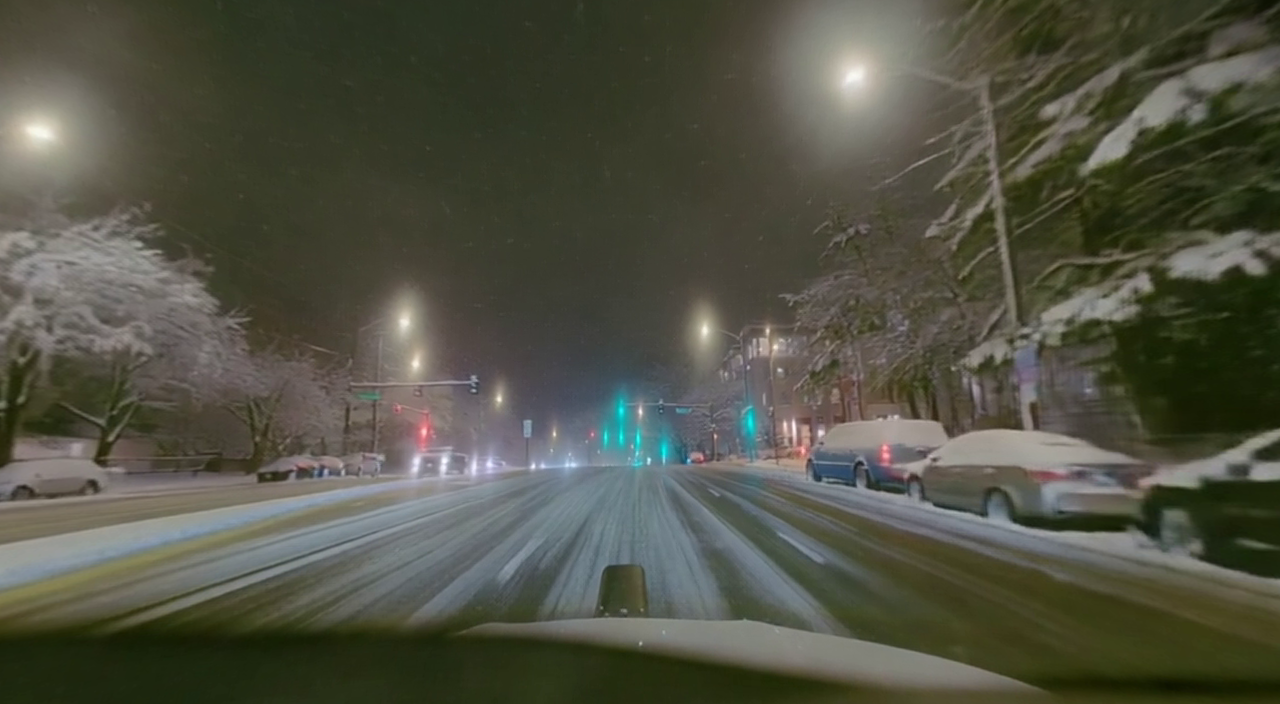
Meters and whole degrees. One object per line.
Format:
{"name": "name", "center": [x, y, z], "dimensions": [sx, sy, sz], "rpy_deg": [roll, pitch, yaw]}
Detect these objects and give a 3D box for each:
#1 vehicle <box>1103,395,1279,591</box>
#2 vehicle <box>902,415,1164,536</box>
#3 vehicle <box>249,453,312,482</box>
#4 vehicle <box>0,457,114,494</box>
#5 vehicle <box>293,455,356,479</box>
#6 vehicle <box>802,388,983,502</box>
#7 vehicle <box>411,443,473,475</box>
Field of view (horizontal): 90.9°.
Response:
{"name": "vehicle", "center": [6.948, 1.294, 5.550], "dimensions": [2.089, 1.788, 4.817], "rpy_deg": [2, -8, 0]}
{"name": "vehicle", "center": [6.904, 2.204, 11.894], "dimensions": [1.889, 1.799, 4.704], "rpy_deg": [0, -8, 0]}
{"name": "vehicle", "center": [-22.603, 7.258, 39.782], "dimensions": [1.875, 1.528, 3.717], "rpy_deg": [-5, -9, -2]}
{"name": "vehicle", "center": [-25.530, 5.271, 27.040], "dimensions": [4.194, 1.471, 1.834], "rpy_deg": [0, -8, -2]}
{"name": "vehicle", "center": [-22.684, 8.236, 45.586], "dimensions": [1.838, 1.526, 5.104], "rpy_deg": [-1, -8, 1]}
{"name": "vehicle", "center": [7.039, 2.759, 18.859], "dimensions": [2.391, 2.750, 6.853], "rpy_deg": [0, -8, -1]}
{"name": "vehicle", "center": [-12.417, 6.706, 39.881], "dimensions": [2.419, 1.787, 4.859], "rpy_deg": [-3, -8, 0]}
